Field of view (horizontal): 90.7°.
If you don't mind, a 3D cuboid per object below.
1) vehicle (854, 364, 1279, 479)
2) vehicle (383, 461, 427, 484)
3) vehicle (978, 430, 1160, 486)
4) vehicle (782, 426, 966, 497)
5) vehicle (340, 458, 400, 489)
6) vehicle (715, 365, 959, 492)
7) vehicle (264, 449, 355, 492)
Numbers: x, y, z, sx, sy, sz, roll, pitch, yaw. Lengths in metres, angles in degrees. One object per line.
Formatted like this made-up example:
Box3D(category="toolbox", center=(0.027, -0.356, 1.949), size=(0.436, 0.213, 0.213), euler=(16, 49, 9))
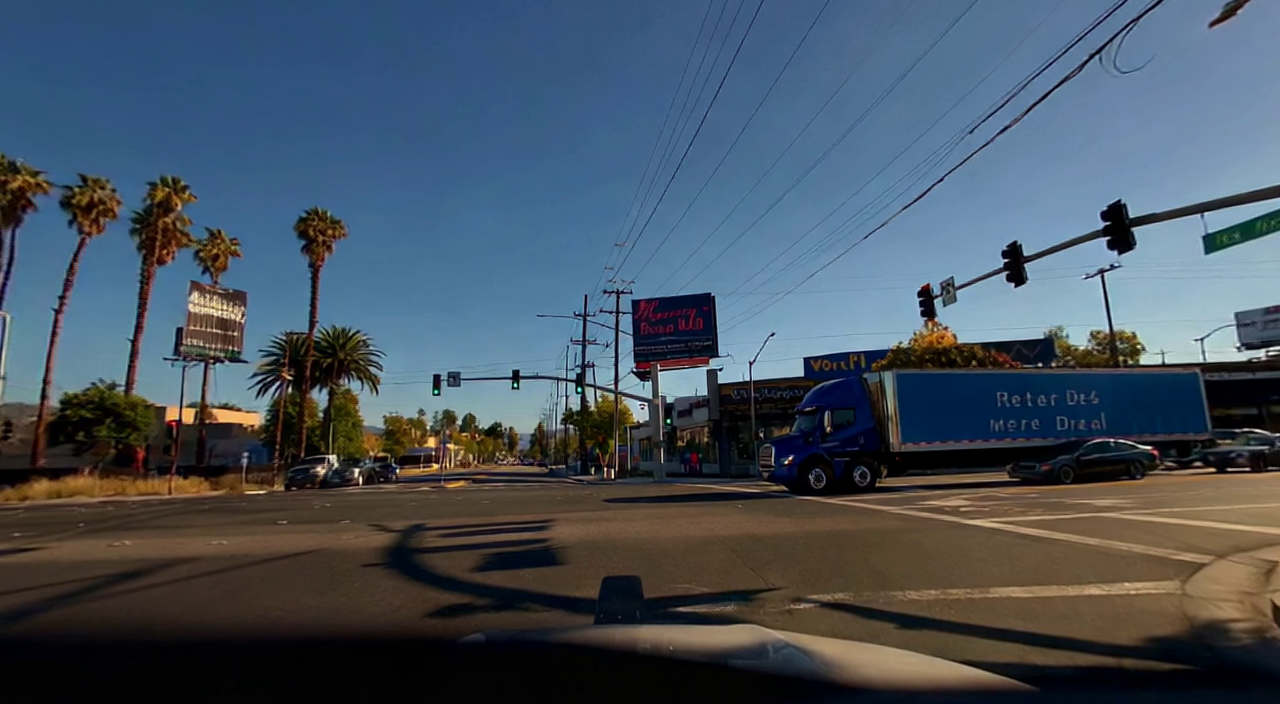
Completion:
Box3D(category="vehicle", center=(17.472, 2.849, 25.727), size=(17.071, 4.151, 2.876), euler=(1, -9, -9))
Box3D(category="vehicle", center=(-18.251, 9.377, 49.367), size=(1.834, 1.521, 4.970), euler=(0, -9, -4))
Box3D(category="vehicle", center=(14.591, 3.632, 21.683), size=(4.958, 1.510, 1.949), euler=(-2, -10, -8))
Box3D(category="vehicle", center=(7.603, 3.593, 20.835), size=(5.079, 1.893, 2.200), euler=(-2, -10, -10))
Box3D(category="vehicle", center=(-17.455, 7.848, 41.181), size=(2.028, 1.744, 4.876), euler=(0, -9, -4))
Box3D(category="vehicle", center=(7.281, 2.904, 24.058), size=(8.167, 4.352, 3.029), euler=(1, -9, -9))
Box3D(category="vehicle", center=(-21.850, 7.836, 42.274), size=(2.989, 2.573, 6.053), euler=(0, -9, -2))
